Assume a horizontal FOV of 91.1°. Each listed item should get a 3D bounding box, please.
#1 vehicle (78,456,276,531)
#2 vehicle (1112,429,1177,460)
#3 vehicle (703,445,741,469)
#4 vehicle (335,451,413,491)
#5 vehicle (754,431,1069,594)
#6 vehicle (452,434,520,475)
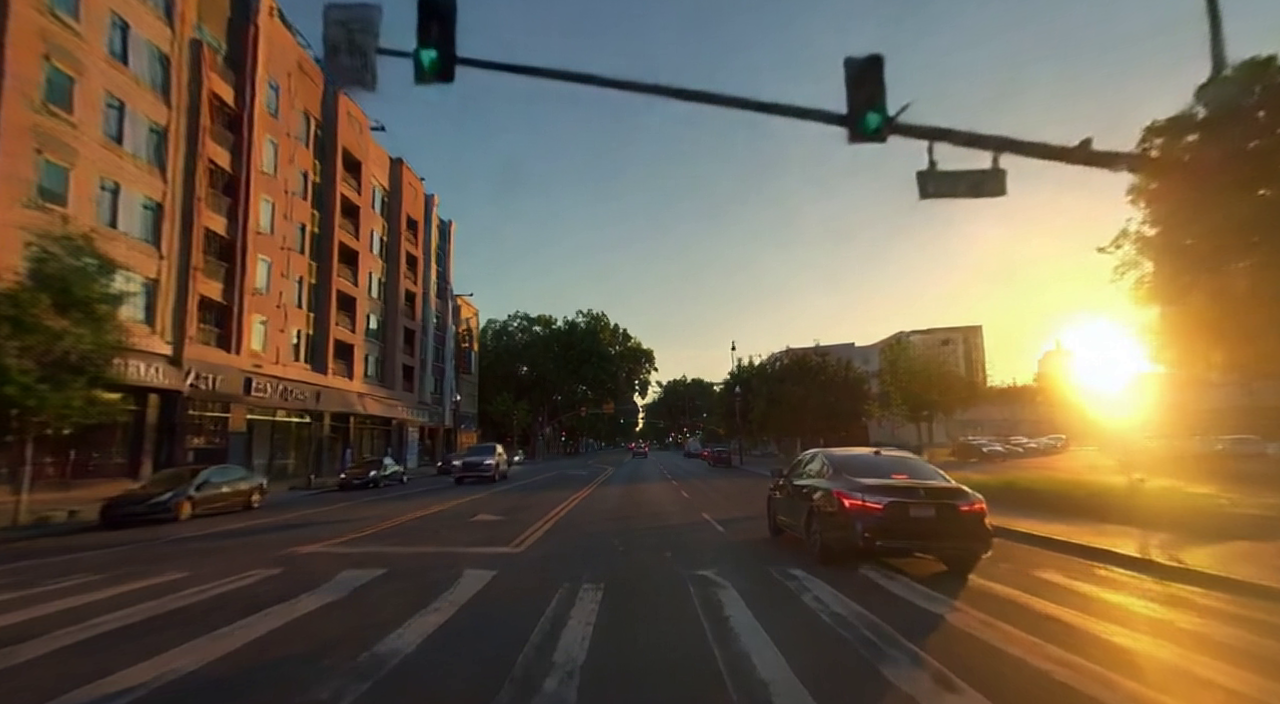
[{"bbox_3d":[-12.233,3.717,17.073,1.910,1.511,4.565,-1,-7,0],"label":"vehicle"},{"bbox_3d":[32.400,5.981,40.484,2.005,1.825,4.889,-5,-10,25],"label":"vehicle"},{"bbox_3d":[6.006,7.685,46.221,2.003,1.626,4.480,0,-8,-2],"label":"vehicle"},{"bbox_3d":[-12.237,5.485,29.221,1.867,1.583,4.108,-1,-8,0],"label":"vehicle"},{"bbox_3d":[2.985,1.849,8.197,2.080,1.524,4.348,0,-8,-1],"label":"vehicle"},{"bbox_3d":[-8.352,5.603,34.604,2.379,2.086,5.321,0,-8,0],"label":"vehicle"}]
